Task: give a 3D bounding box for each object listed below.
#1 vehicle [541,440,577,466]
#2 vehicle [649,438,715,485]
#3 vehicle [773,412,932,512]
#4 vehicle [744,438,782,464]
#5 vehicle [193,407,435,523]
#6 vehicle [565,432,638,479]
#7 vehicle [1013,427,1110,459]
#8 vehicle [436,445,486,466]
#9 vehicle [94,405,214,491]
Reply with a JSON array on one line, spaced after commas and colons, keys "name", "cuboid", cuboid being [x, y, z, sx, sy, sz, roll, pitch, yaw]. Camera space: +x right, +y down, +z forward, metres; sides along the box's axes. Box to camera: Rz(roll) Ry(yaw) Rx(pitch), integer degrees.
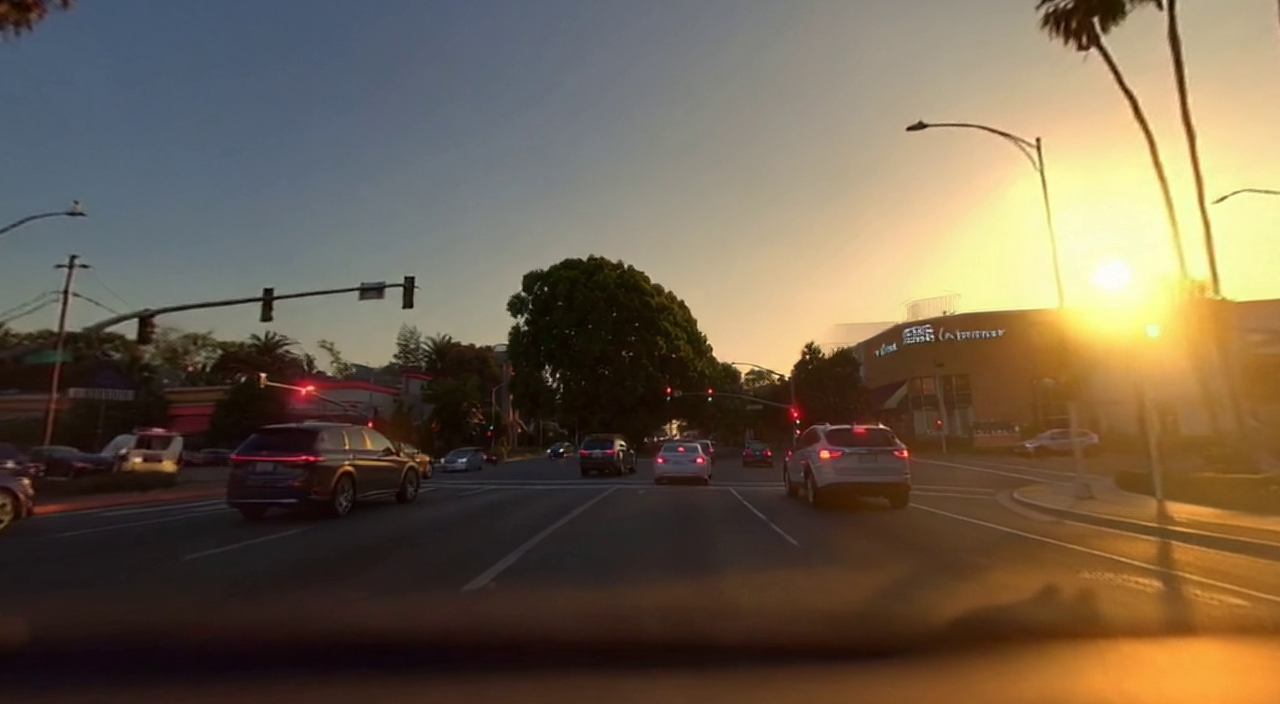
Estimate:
[{"name": "vehicle", "cuboid": [-5.640, 6.943, 43.546, 2.041, 1.660, 4.371, 2, -9, -12]}, {"name": "vehicle", "cuboid": [1.552, 3.804, 22.280, 2.057, 1.492, 3.825, -1, -8, 7]}, {"name": "vehicle", "cuboid": [4.716, 2.543, 15.033, 2.267, 1.931, 5.145, -1, -8, 4]}, {"name": "vehicle", "cuboid": [7.651, 6.235, 39.746, 2.149, 1.532, 4.168, -1, -8, 8]}, {"name": "vehicle", "cuboid": [-6.146, 2.197, 12.764, 2.127, 1.888, 4.637, -1, -8, 4]}, {"name": "vehicle", "cuboid": [-1.494, 4.294, 26.508, 2.088, 1.746, 4.650, -2, -8, 9]}, {"name": "vehicle", "cuboid": [26.788, 5.824, 40.306, 4.557, 1.848, 2.008, -2, -9, 10]}, {"name": "vehicle", "cuboid": [-13.410, 7.712, 47.177, 1.918, 1.443, 4.612, 6, -11, -38]}, {"name": "vehicle", "cuboid": [-24.321, 4.619, 31.286, 3.436, 3.529, 11.210, 5, -9, -43]}]
